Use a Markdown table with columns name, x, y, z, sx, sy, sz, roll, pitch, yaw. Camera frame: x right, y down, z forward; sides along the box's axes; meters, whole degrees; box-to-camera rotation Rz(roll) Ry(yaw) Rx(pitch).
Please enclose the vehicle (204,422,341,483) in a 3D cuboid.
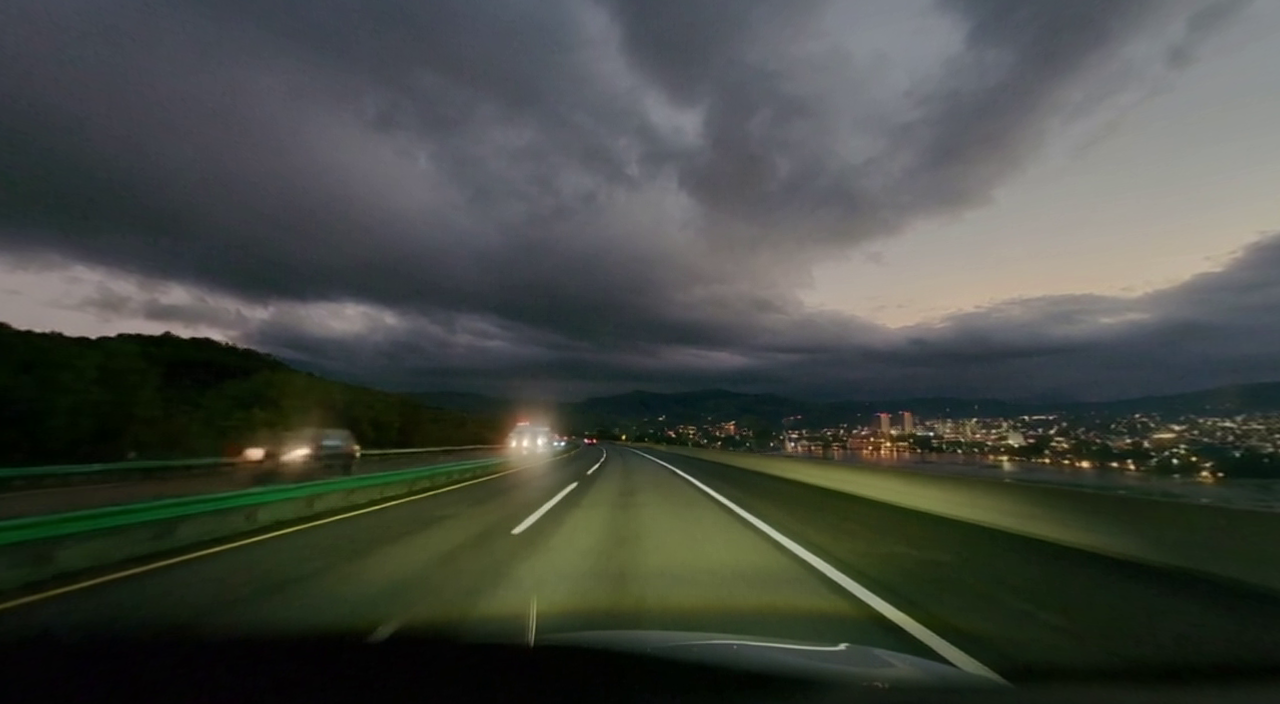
| name | x | y | z | sx | sy | sz | roll | pitch | yaw |
| --- | --- | --- | --- | --- | --- | --- | --- | --- | --- |
| vehicle | -13.920 | 3.818 | 24.327 | 2.162 | 2.050 | 5.301 | 0 | -8 | -1 |
